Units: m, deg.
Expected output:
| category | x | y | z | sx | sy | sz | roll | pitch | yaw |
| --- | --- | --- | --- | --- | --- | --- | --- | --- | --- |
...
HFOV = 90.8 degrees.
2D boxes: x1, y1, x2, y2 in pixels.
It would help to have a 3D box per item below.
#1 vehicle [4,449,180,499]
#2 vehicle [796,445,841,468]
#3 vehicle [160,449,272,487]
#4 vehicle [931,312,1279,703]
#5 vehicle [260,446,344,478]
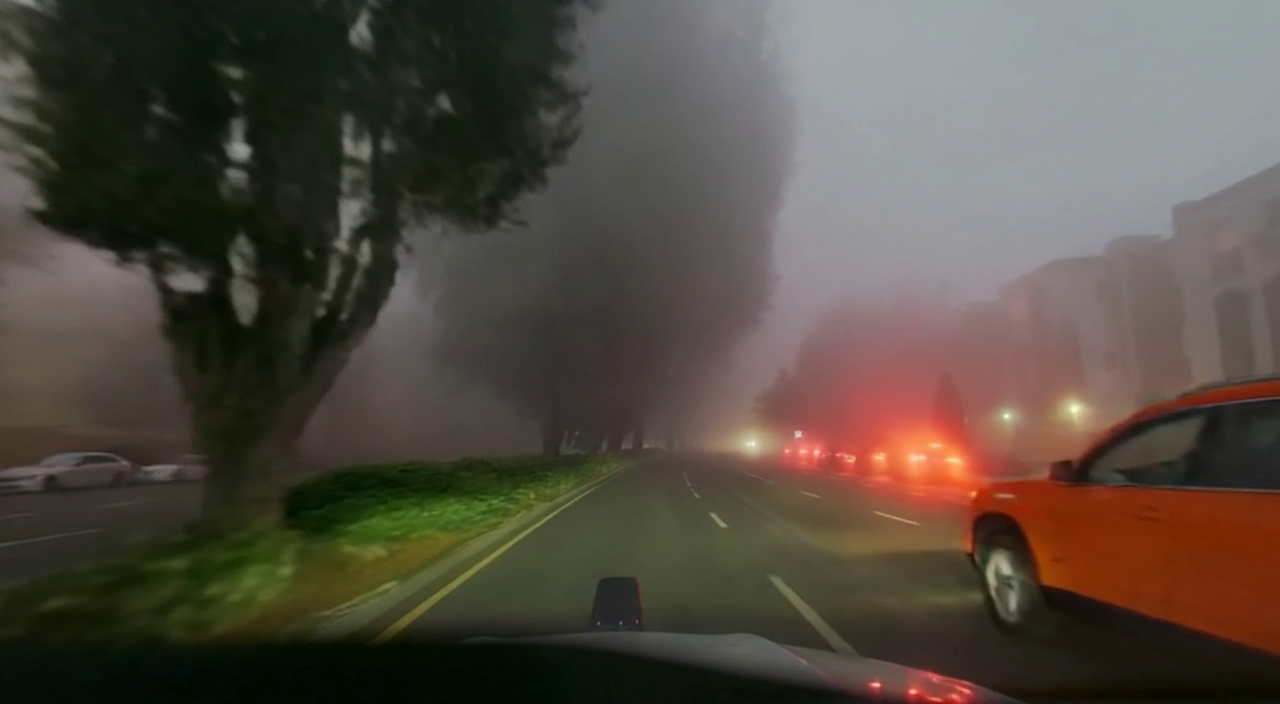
| category | x | y | z | sx | sy | sz | roll | pitch | yaw |
| --- | --- | --- | --- | --- | --- | --- | --- | --- | --- |
| vehicle | -18.775 | 4.156 | 22.027 | 1.823 | 1.455 | 4.680 | -3 | -9 | 3 |
| vehicle | 12.069 | 7.107 | 43.021 | 1.893 | 1.469 | 4.615 | 0 | -9 | 2 |
| vehicle | -18.594 | 5.073 | 28.014 | 1.829 | 1.452 | 4.562 | -2 | -9 | 0 |
| vehicle | 3.567 | 0.830 | 2.886 | 2.215 | 1.812 | 4.569 | 0 | -9 | -1 |
| vehicle | -18.086 | 5.944 | 34.063 | 1.908 | 1.500 | 4.470 | -3 | -10 | 3 |
